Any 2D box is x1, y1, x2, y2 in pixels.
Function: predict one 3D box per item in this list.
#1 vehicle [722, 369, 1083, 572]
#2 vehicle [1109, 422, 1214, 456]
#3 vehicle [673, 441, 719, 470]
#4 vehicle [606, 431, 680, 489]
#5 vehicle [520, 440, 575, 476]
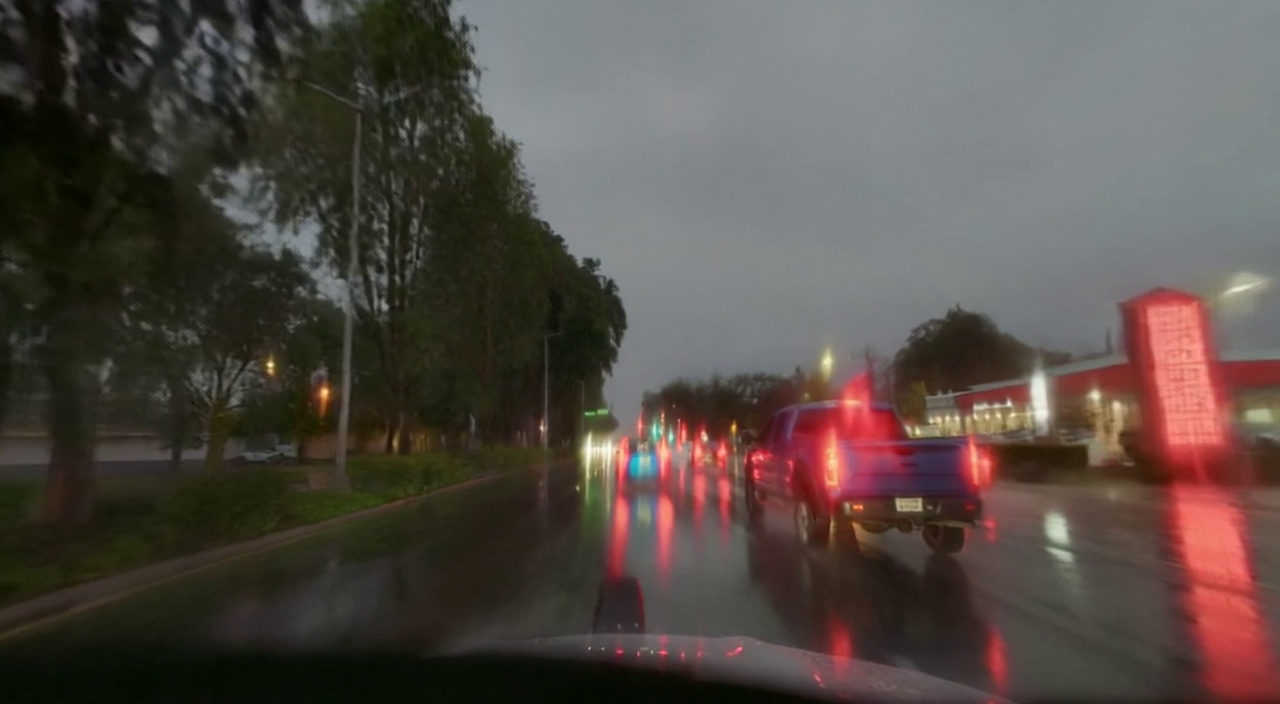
[{"bbox_3d":[3.134,1.665,9.641,2.731,2.101,6.047,0,-8,-2],"label":"vehicle"},{"bbox_3d":[28.778,4.844,34.851,3.992,1.669,1.803,-3,-9,3],"label":"vehicle"},{"bbox_3d":[2.898,5.503,33.660,1.970,1.464,4.249,0,-8,-1],"label":"vehicle"},{"bbox_3d":[0.031,3.450,20.429,2.145,1.650,4.021,0,-8,-2],"label":"vehicle"},{"bbox_3d":[-4.104,4.755,28.503,1.960,1.475,4.161,0,-8,-1],"label":"vehicle"}]
